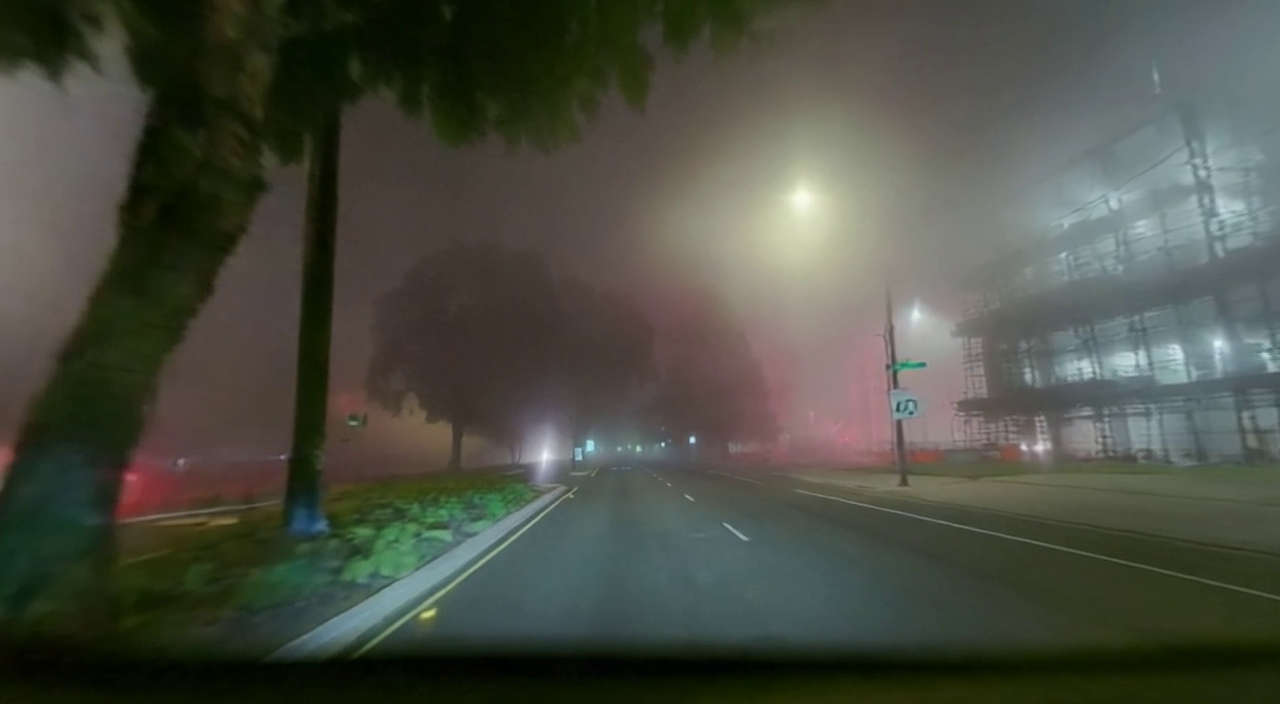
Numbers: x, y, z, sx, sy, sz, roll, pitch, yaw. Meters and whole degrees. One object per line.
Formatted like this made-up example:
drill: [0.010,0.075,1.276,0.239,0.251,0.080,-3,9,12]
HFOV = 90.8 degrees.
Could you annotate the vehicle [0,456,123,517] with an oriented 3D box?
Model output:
vehicle: [-18.101,3.907,18.767,1.877,1.557,4.423,0,-9,-3]
